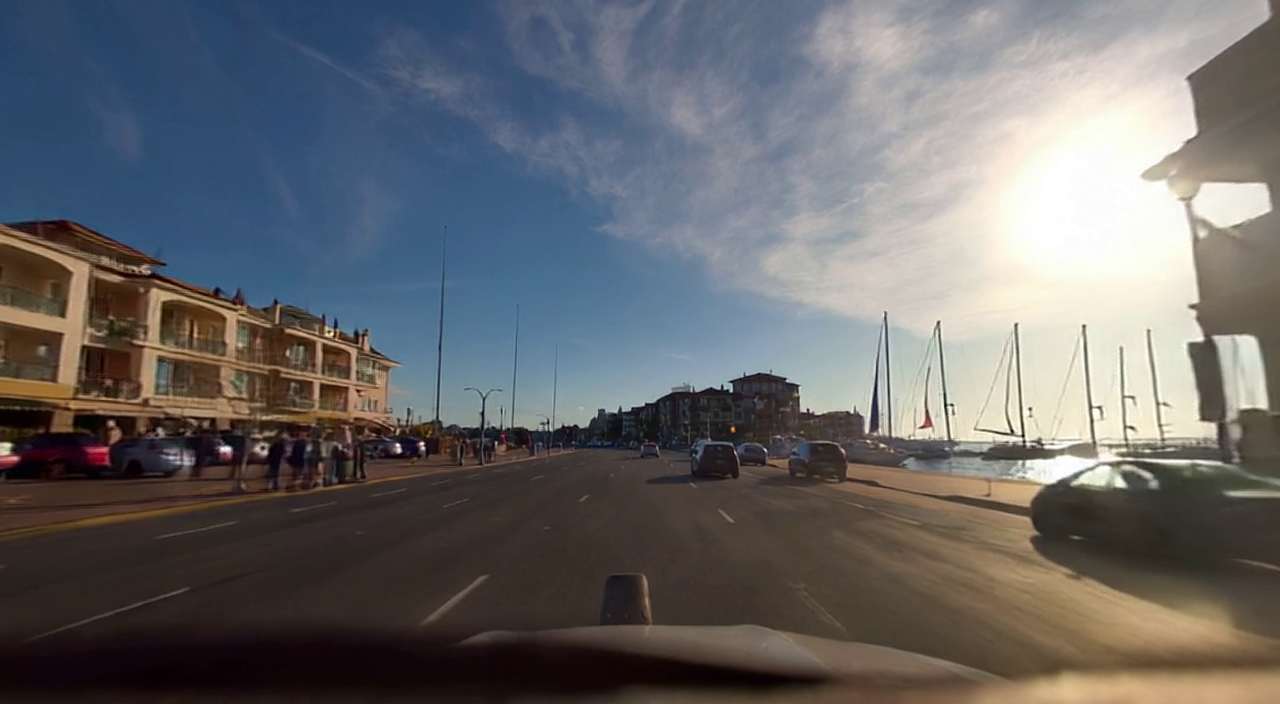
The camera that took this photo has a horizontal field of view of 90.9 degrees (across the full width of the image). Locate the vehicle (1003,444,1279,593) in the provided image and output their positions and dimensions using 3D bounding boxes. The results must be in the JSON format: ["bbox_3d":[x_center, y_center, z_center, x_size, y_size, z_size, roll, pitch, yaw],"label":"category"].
[{"bbox_3d":[7.415,2.057,8.765,2.112,1.514,4.371,0,-9,0],"label":"vehicle"}]

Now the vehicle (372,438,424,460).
[{"bbox_3d":[-17.677,7.144,46.317,1.840,1.522,4.695,-1,-9,2],"label":"vehicle"}]

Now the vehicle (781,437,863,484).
[{"bbox_3d":[7.457,4.493,26.361,2.029,1.750,4.825,0,-9,1],"label":"vehicle"}]

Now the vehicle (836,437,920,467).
[{"bbox_3d":[14.835,6.231,39.386,4.406,1.783,2.020,0,-8,-3],"label":"vehicle"}]

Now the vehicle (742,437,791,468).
[{"bbox_3d":[8.226,6.551,41.371,2.056,1.896,5.062,0,-9,-1],"label":"vehicle"}]

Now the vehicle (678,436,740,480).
[{"bbox_3d":[2.727,4.326,25.879,2.047,1.640,4.051,0,-9,0],"label":"vehicle"}]
